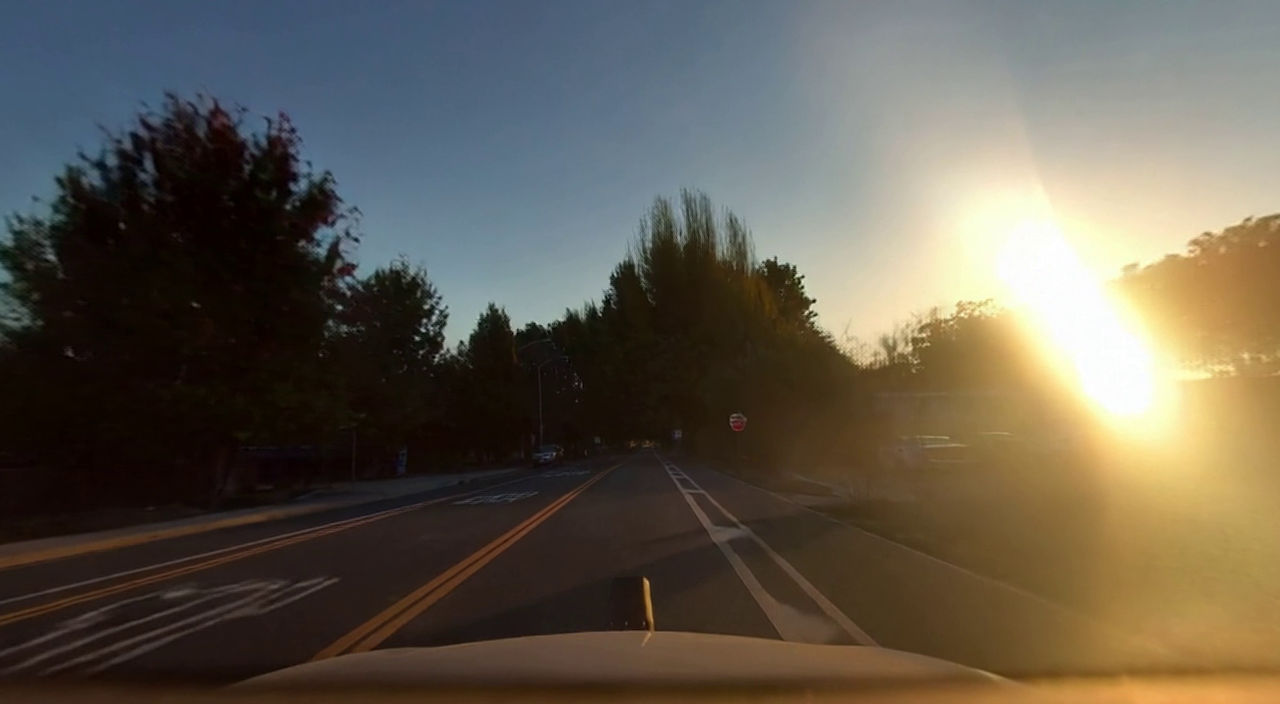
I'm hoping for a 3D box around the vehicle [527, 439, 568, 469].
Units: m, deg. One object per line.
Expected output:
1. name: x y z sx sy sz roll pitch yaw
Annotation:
1. vehicle: -6.068 6.830 41.986 1.992 1.797 4.372 -2 -10 1
